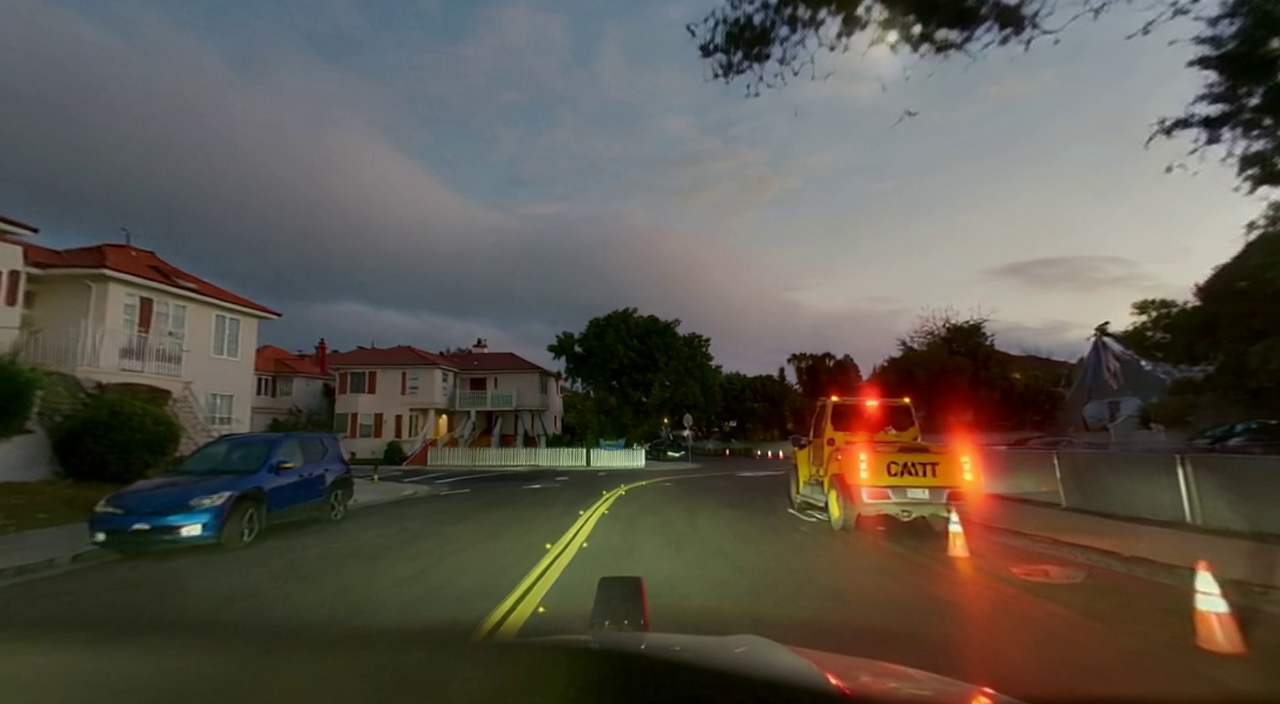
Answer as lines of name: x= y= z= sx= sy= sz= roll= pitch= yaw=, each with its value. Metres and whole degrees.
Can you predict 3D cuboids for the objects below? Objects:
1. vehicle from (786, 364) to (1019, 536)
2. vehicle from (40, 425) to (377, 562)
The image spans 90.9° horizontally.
vehicle: x=4.433 y=1.743 z=11.453 sx=2.501 sy=2.613 sz=3.505 roll=1 pitch=-8 yaw=-3
vehicle: x=-6.640 y=2.168 z=10.663 sx=2.220 sy=1.765 sz=4.799 roll=0 pitch=-8 yaw=1
